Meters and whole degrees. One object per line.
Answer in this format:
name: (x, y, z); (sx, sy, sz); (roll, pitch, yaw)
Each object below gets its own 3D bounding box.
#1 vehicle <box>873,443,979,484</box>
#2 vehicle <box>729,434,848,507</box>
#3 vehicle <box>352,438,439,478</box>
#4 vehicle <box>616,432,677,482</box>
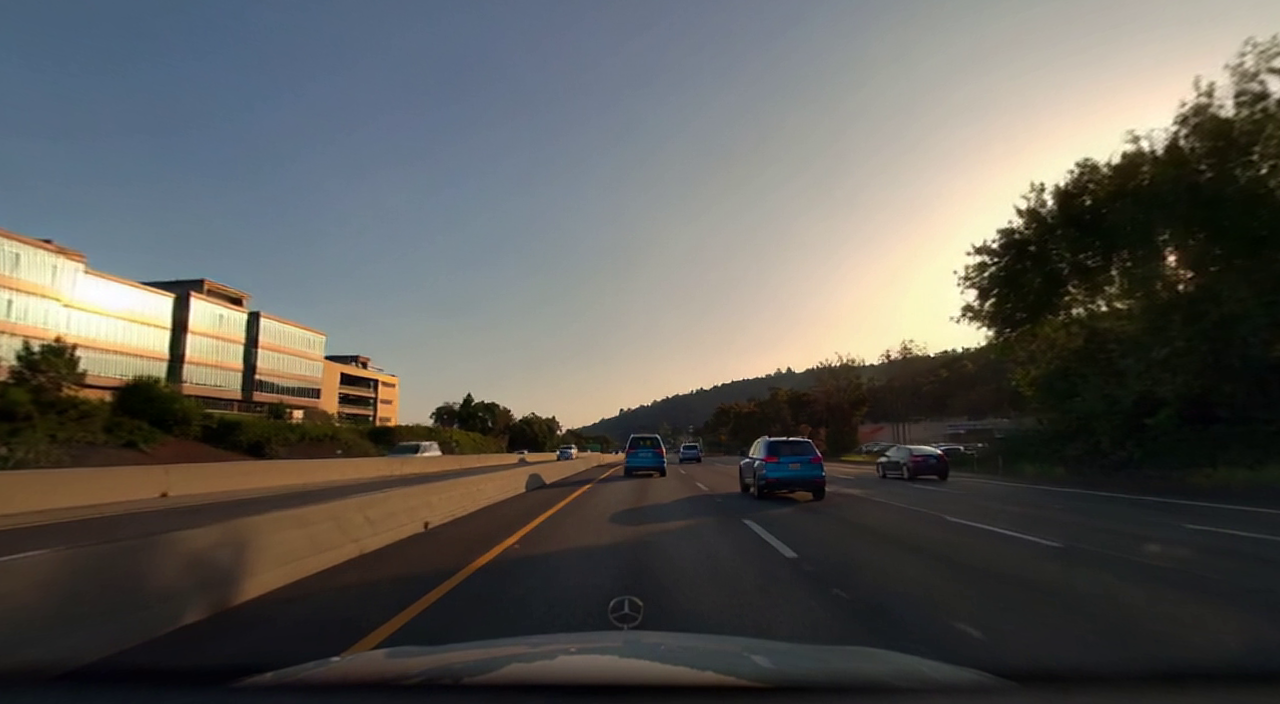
vehicle: (10.990, 4.294, 24.638); (2.027, 1.446, 4.470); (0, -8, 0)
vehicle: (3.584, 2.935, 16.085); (2.042, 1.592, 4.047); (0, -8, 0)
vehicle: (-14.204, 6.207, 37.223); (2.631, 2.140, 6.216); (0, -8, 0)
vehicle: (0.263, 4.265, 25.842); (2.290, 1.862, 4.454); (0, -8, 0)
